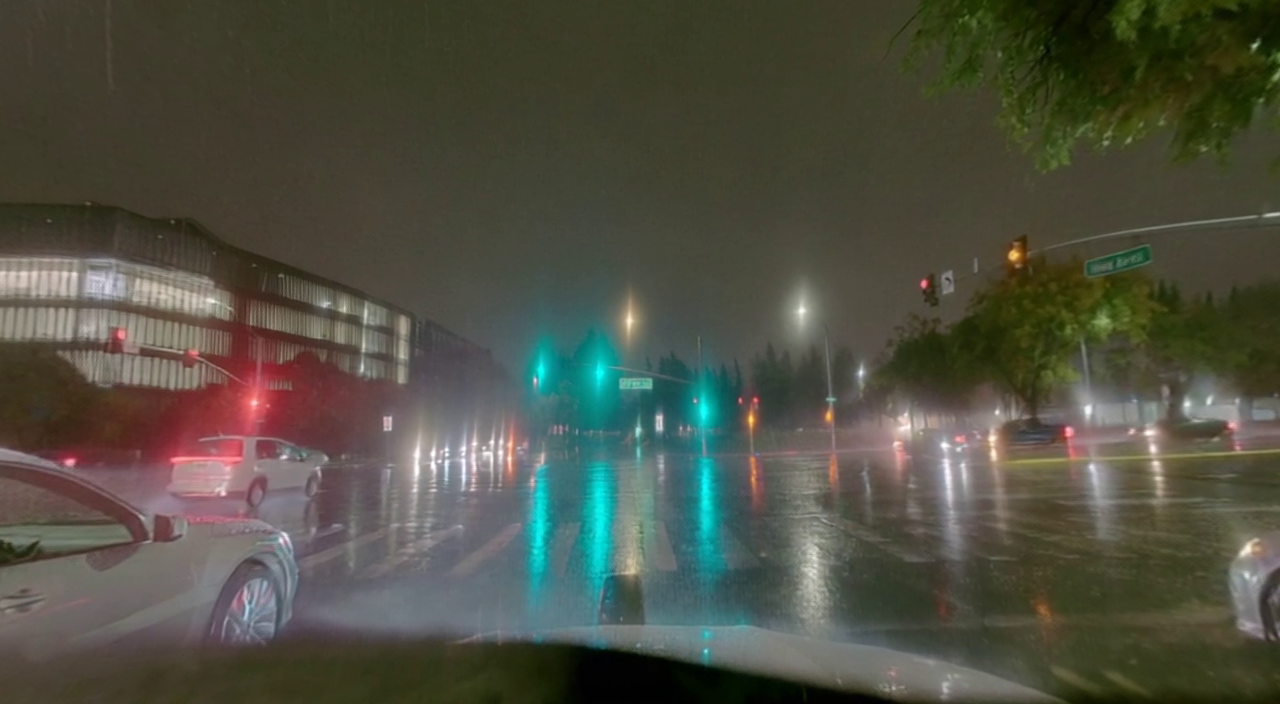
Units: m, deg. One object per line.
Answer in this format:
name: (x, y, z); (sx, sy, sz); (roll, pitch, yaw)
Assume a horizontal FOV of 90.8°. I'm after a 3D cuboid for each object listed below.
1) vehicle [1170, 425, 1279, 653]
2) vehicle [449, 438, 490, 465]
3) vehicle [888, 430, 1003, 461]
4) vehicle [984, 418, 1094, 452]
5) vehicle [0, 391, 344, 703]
vehicle: (4.944, 0.980, 2.553); (1.949, 1.449, 4.530); (-1, -8, 5)
vehicle: (-12.792, 7.416, 47.586); (2.051, 1.715, 4.346); (-2, -6, -2)
vehicle: (15.196, 4.675, 31.606); (4.660, 1.495, 2.007); (0, -8, -2)
vehicle: (22.026, 4.606, 35.001); (4.611, 1.797, 2.096); (0, -8, -2)
vehicle: (-3.070, 0.892, 2.162); (1.919, 1.478, 4.720); (0, -8, -1)
